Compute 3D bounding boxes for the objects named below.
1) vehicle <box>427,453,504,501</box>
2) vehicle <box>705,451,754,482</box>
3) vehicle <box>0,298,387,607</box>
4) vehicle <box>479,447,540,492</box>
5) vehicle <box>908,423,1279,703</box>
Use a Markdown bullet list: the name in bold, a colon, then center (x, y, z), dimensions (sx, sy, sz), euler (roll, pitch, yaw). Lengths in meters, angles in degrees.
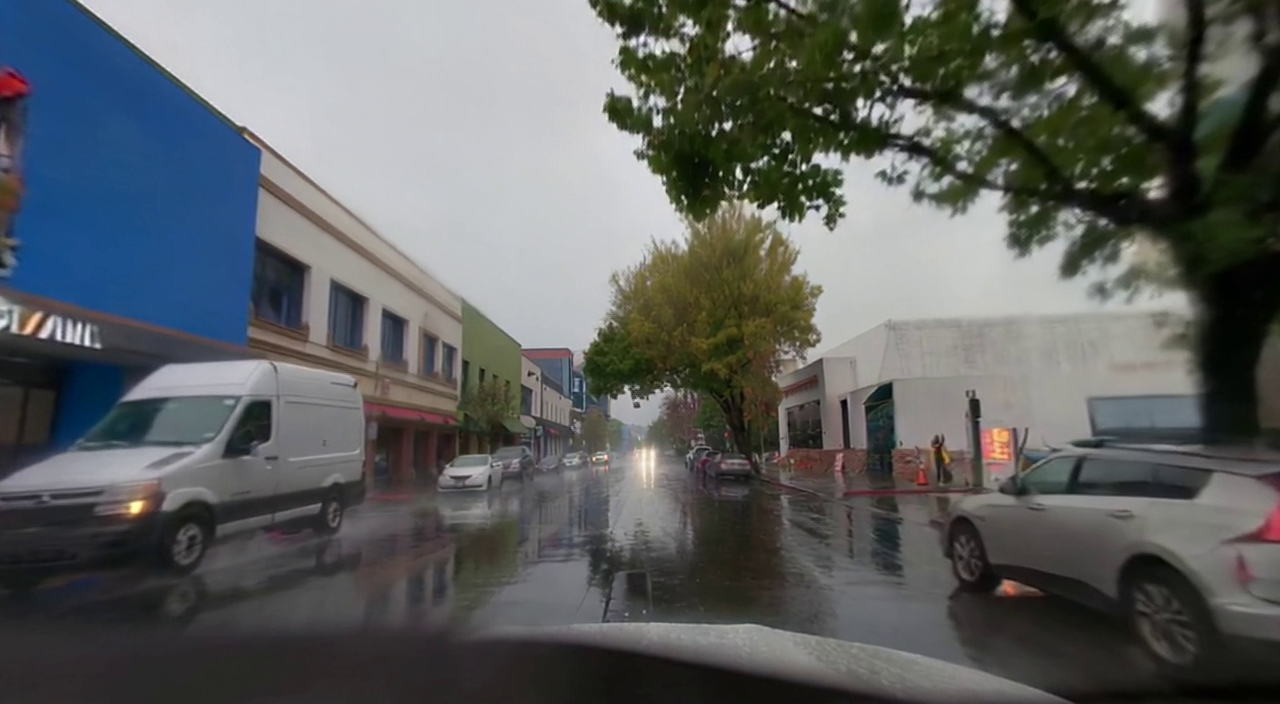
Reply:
- **vehicle**: center (-6.661, 4.786, 24.593), dimensions (1.917, 1.487, 4.659), euler (-2, -8, -3)
- **vehicle**: center (4.753, 6.138, 34.098), dimensions (1.973, 1.494, 4.867), euler (0, -9, 0)
- **vehicle**: center (-6.829, 1.450, 10.002), dimensions (2.851, 3.375, 6.057), euler (0, -8, 2)
- **vehicle**: center (-6.456, 5.799, 31.668), dimensions (2.238, 1.891, 4.780), euler (-1, -7, -3)
- **vehicle**: center (4.090, 1.362, 4.792), dimensions (2.091, 1.501, 4.245), euler (0, -9, -2)
